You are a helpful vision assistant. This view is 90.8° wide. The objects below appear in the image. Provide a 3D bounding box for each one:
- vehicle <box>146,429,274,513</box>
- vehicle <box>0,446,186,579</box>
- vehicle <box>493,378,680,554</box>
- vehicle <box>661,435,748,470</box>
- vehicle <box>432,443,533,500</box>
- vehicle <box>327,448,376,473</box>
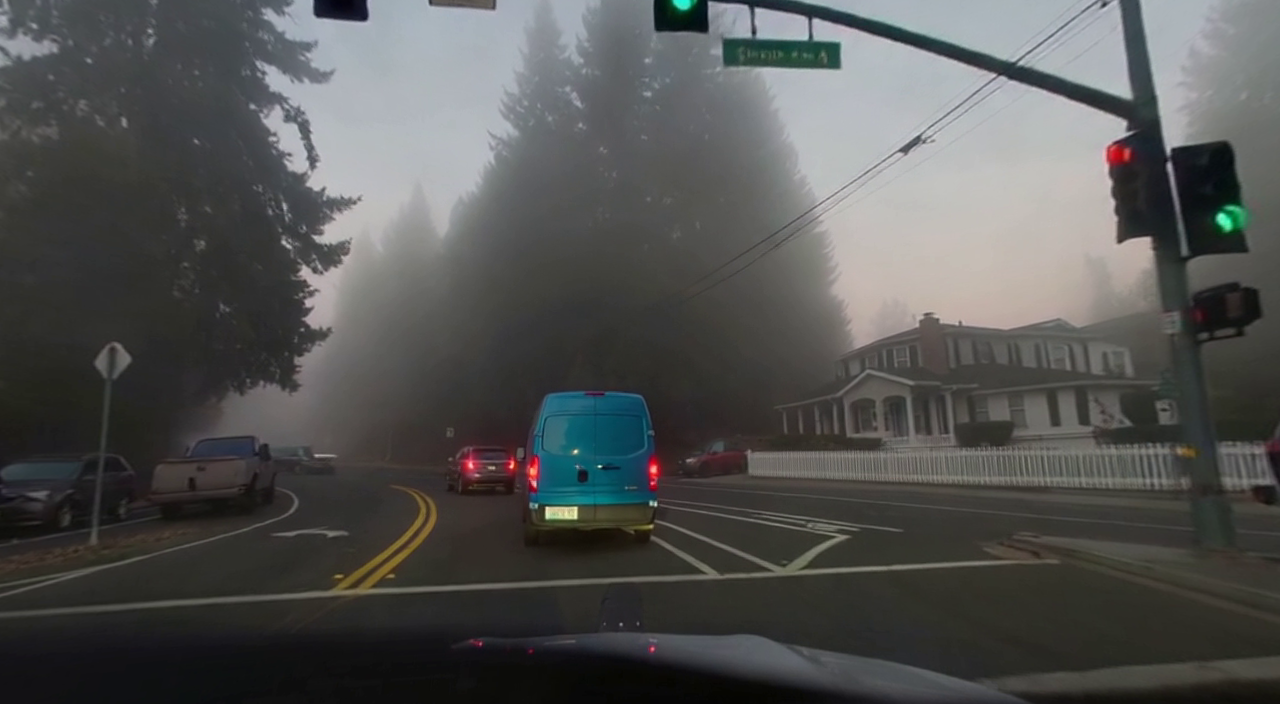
[{"bbox_3d":[-11.516,3.154,17.366,2.228,1.871,5.492,4,-10,-28],"label":"vehicle"},{"bbox_3d":[-8.550,2.066,8.853,1.952,1.461,4.377,2,-9,-14],"label":"vehicle"},{"bbox_3d":[-1.163,1.764,10.333,2.213,2.124,4.809,2,-9,-15],"label":"vehicle"},{"bbox_3d":[3.554,5.458,34.392,4.559,1.754,1.985,6,-11,-37],"label":"vehicle"},{"bbox_3d":[-4.761,3.429,18.608,2.008,1.445,4.386,4,-9,-25],"label":"vehicle"},{"bbox_3d":[-18.461,6.890,40.351,1.911,1.493,4.291,6,-11,-36],"label":"vehicle"}]
